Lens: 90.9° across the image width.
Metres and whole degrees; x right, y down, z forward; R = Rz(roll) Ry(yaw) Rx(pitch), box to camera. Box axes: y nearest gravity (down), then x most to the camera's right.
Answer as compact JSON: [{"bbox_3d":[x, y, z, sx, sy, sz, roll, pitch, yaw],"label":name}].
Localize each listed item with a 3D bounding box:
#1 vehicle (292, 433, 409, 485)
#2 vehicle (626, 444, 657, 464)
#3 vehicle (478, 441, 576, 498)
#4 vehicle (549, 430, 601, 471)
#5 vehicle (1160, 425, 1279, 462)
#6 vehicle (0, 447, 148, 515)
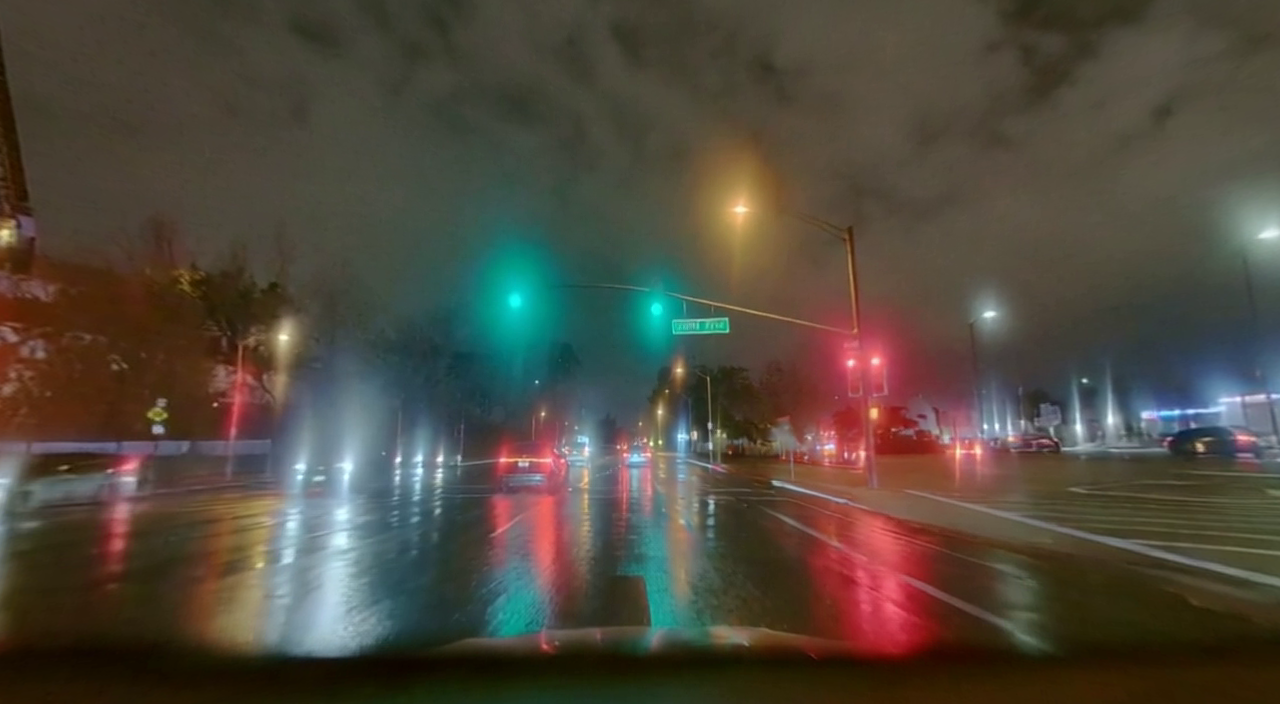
[{"bbox_3d":[-11.626,4.333,25.785,2.291,1.890,4.998,0,-9,1],"label":"vehicle"},{"bbox_3d":[0.088,7.482,46.406,2.171,1.422,4.146,0,-9,0],"label":"vehicle"},{"bbox_3d":[-3.096,3.314,18.234,1.959,1.406,4.527,0,-9,0],"label":"vehicle"},{"bbox_3d":[-3.408,5.311,34.082,2.240,2.054,4.662,0,-9,1],"label":"vehicle"},{"bbox_3d":[27.959,4.388,30.295,4.014,1.681,1.834,-3,-9,20],"label":"vehicle"},{"bbox_3d":[-14.930,3.096,15.408,1.935,1.481,4.702,-2,-9,1],"label":"vehicle"}]
